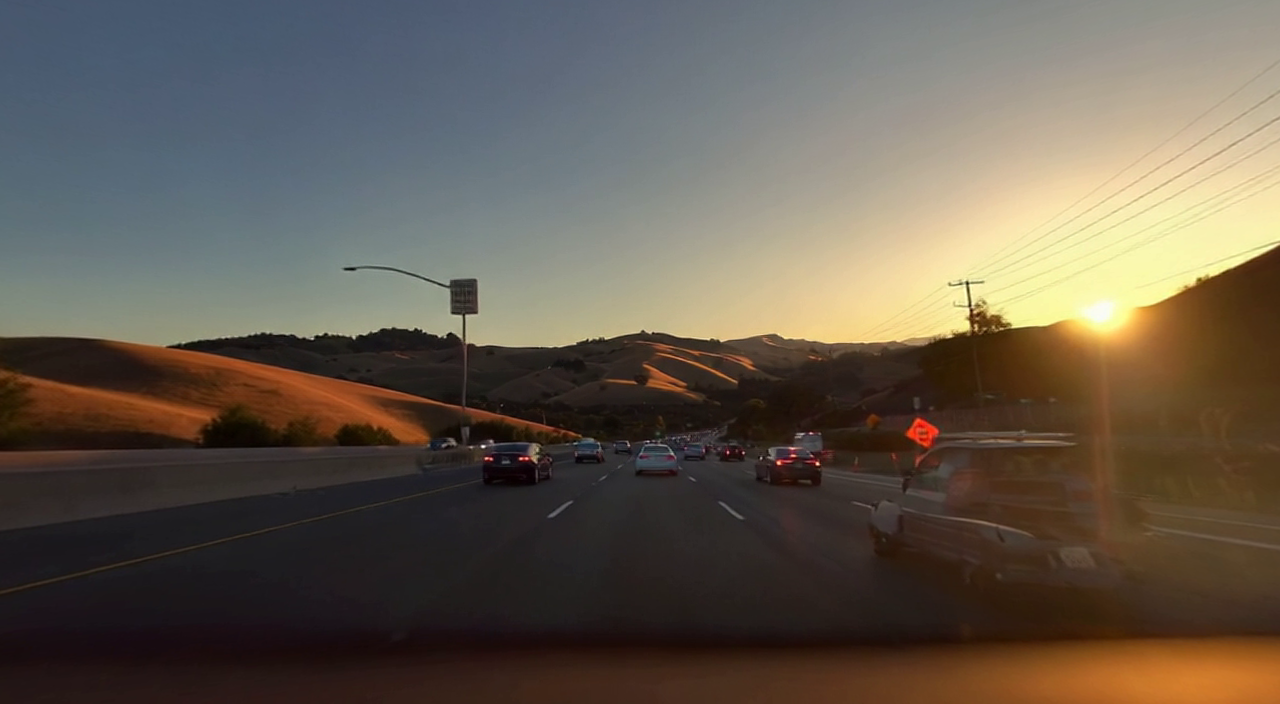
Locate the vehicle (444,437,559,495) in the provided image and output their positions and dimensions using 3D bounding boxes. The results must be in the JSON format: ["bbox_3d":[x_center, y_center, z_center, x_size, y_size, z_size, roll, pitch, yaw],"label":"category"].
[{"bbox_3d":[-3.733,3.161,17.891,2.232,1.438,4.163,-1,-8,2],"label":"vehicle"}]

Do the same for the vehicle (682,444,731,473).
[{"bbox_3d":[3.553,5.776,34.566,2.177,1.453,4.205,0,-8,0],"label":"vehicle"}]

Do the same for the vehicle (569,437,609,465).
[{"bbox_3d":[-3.310,6.526,41.712,2.234,1.675,4.527,0,-8,1],"label":"vehicle"}]

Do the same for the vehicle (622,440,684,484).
[{"bbox_3d":[0.482,4.145,24.117,2.138,1.473,4.392,0,-8,1],"label":"vehicle"}]

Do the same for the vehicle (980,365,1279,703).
[{"bbox_3d":[3.857,0.908,2.862,2.018,1.670,4.658,0,-8,0],"label":"vehicle"}]

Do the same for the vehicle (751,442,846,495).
[{"bbox_3d":[4.890,3.621,20.040,1.867,1.465,4.093,0,-8,-1],"label":"vehicle"}]
